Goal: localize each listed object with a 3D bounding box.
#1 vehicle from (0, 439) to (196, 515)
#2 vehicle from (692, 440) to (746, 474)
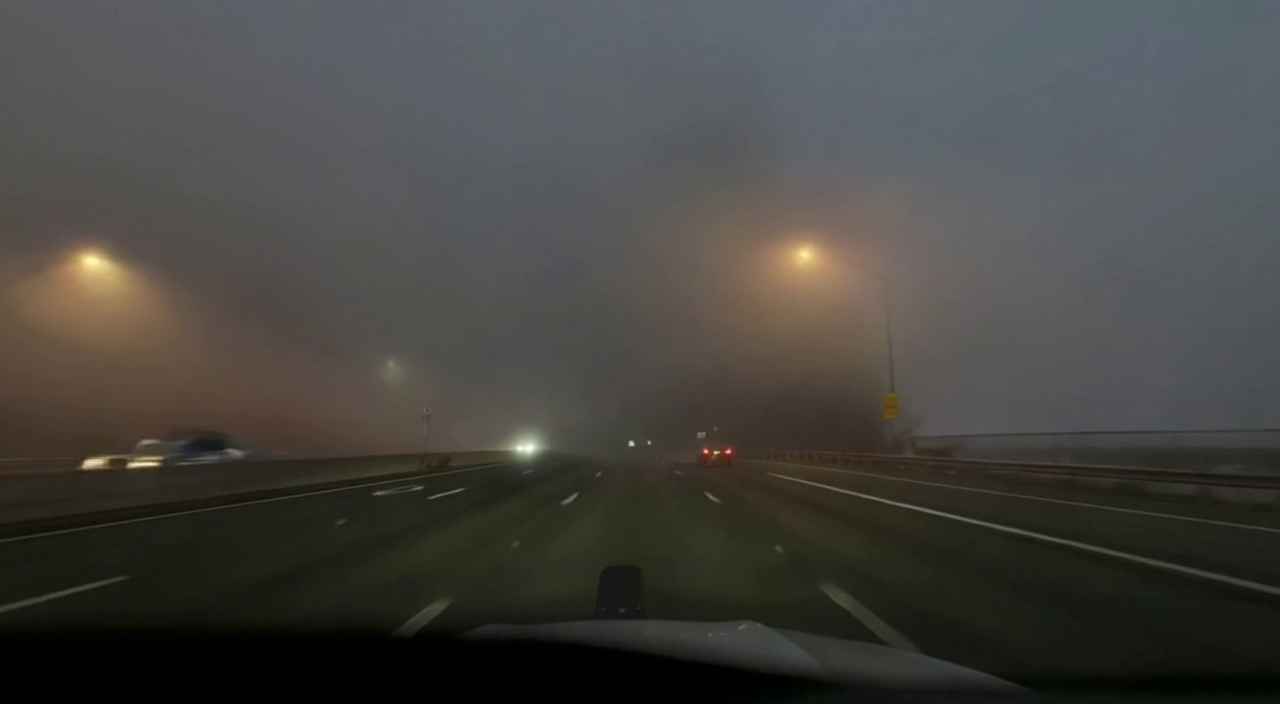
[{"bbox_3d":[-13.036,2.812,14.754,1.940,1.482,4.653,0,-8,0],"label":"vehicle"},{"bbox_3d":[3.651,4.925,29.877,1.926,1.477,4.025,0,-8,-1],"label":"vehicle"}]
